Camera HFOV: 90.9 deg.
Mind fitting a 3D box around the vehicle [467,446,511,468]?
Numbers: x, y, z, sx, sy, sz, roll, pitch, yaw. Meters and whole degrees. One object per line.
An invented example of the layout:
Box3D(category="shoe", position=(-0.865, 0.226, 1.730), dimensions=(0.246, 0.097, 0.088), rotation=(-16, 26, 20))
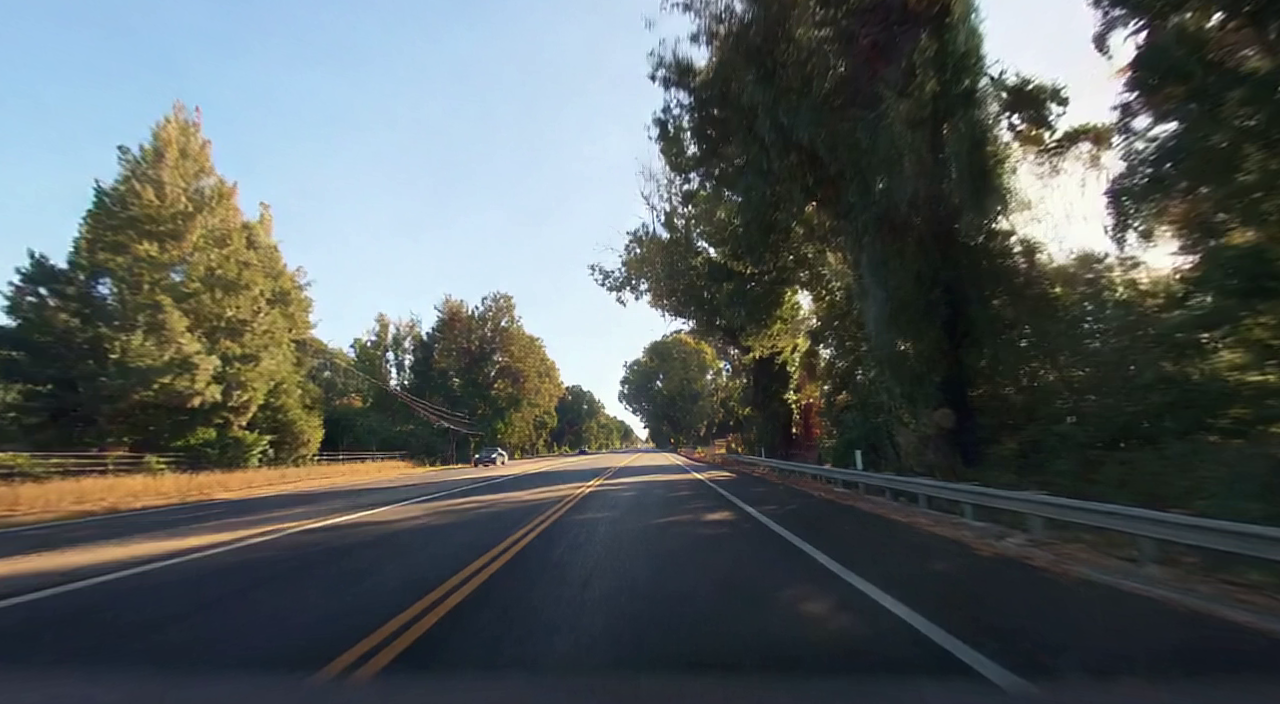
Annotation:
Box3D(category="vehicle", position=(-10.473, 7.281, 43.991), dimensions=(1.962, 1.458, 4.322), rotation=(0, -8, 1))
